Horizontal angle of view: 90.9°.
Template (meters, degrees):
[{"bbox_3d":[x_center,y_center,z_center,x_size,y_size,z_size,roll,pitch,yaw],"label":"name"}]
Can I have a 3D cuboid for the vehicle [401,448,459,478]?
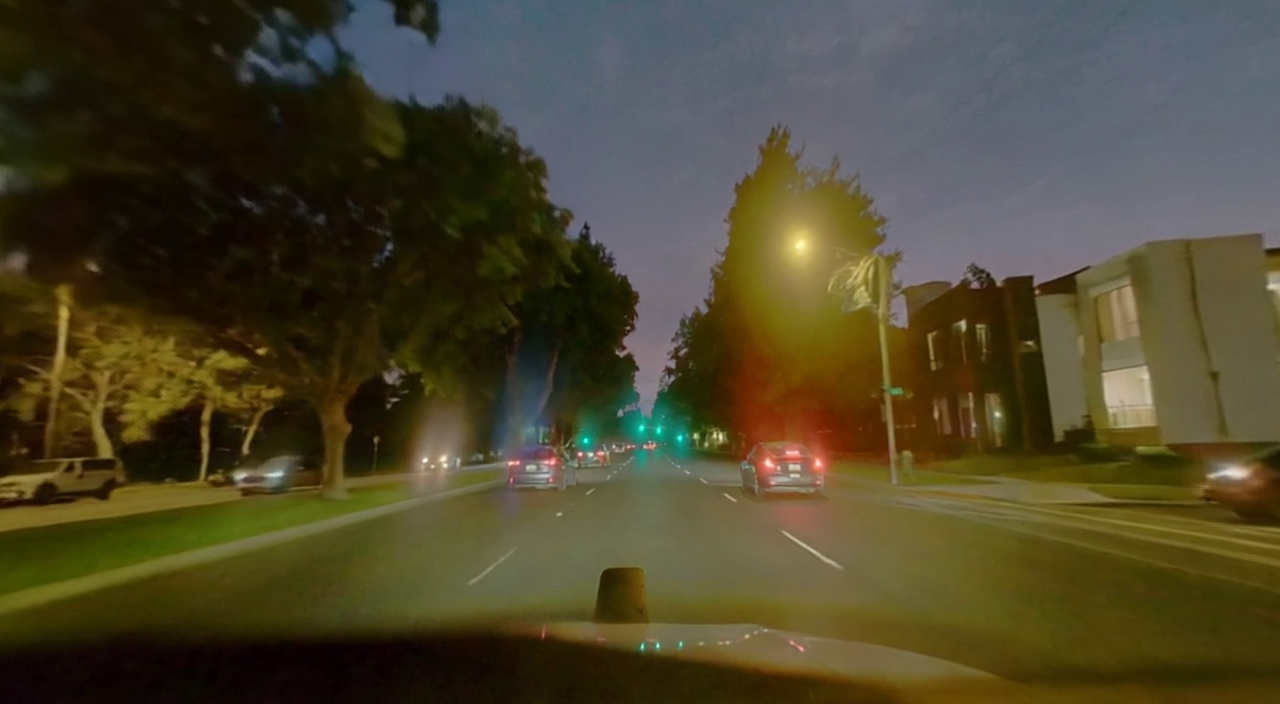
[{"bbox_3d":[-11.820,6.251,35.784,1.817,1.547,4.220,0,-8,0],"label":"vehicle"}]

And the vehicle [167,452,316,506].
[{"bbox_3d":[-12.563,4.003,20.302,1.871,1.478,4.489,0,-8,0],"label":"vehicle"}]

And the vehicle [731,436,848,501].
[{"bbox_3d":[3.804,3.050,16.944,2.010,1.486,4.498,0,-8,0],"label":"vehicle"}]

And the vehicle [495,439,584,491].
[{"bbox_3d":[-3.118,3.596,20.476,2.053,1.480,4.381,0,-8,2],"label":"vehicle"}]

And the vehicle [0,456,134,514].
[{"bbox_3d":[-22.431,4.968,24.138,2.073,1.878,4.912,0,-8,-2],"label":"vehicle"}]

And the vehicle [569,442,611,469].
[{"bbox_3d":[-2.912,6.164,37.785,1.988,1.497,4.404,0,-8,2],"label":"vehicle"}]

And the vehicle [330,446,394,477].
[{"bbox_3d":[-18.586,7.314,42.404,2.032,1.989,4.727,0,-8,1],"label":"vehicle"}]
